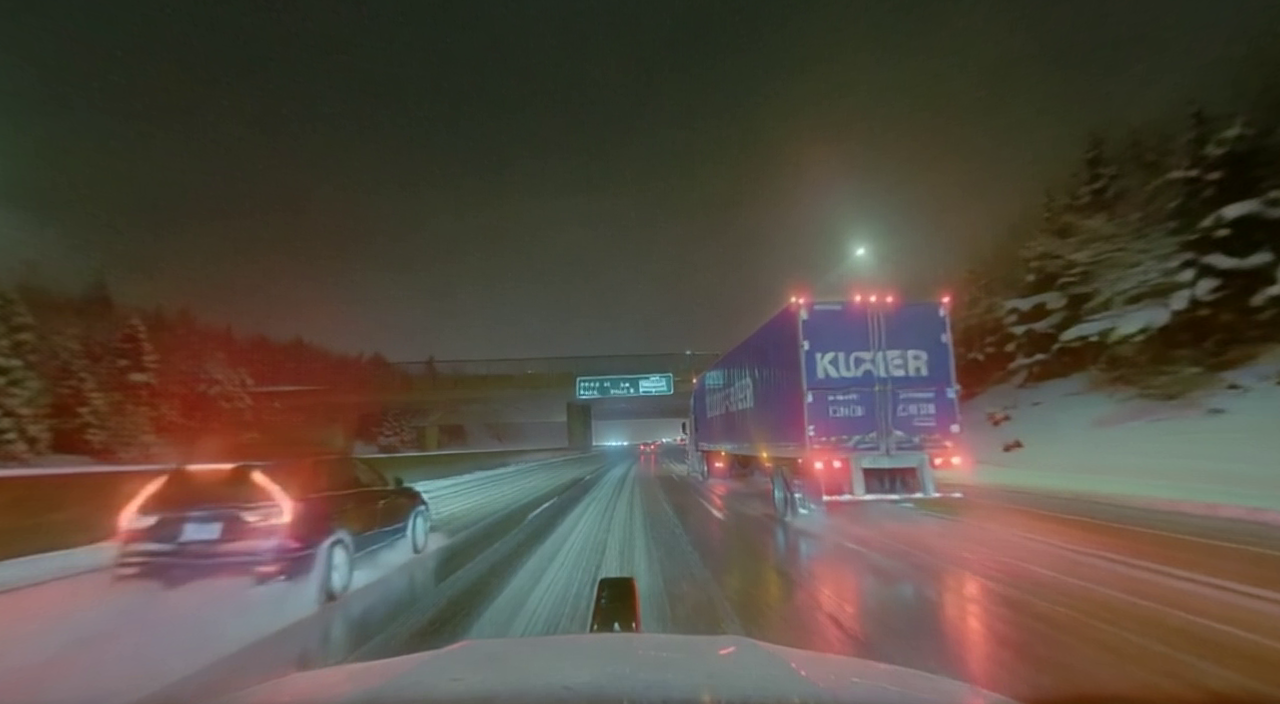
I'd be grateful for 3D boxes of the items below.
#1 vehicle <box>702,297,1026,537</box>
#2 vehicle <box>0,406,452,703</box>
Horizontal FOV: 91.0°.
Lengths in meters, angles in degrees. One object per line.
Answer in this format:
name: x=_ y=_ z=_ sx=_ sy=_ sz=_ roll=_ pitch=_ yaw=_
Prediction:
vehicle: x=3.857 y=1.734 z=15.191 sx=3.306 sy=3.531 sz=11.717 roll=-1 pitch=-8 yaw=-1
vehicle: x=-3.373 y=1.360 z=5.222 sx=2.276 sy=1.551 sz=4.484 roll=-1 pitch=-8 yaw=0
